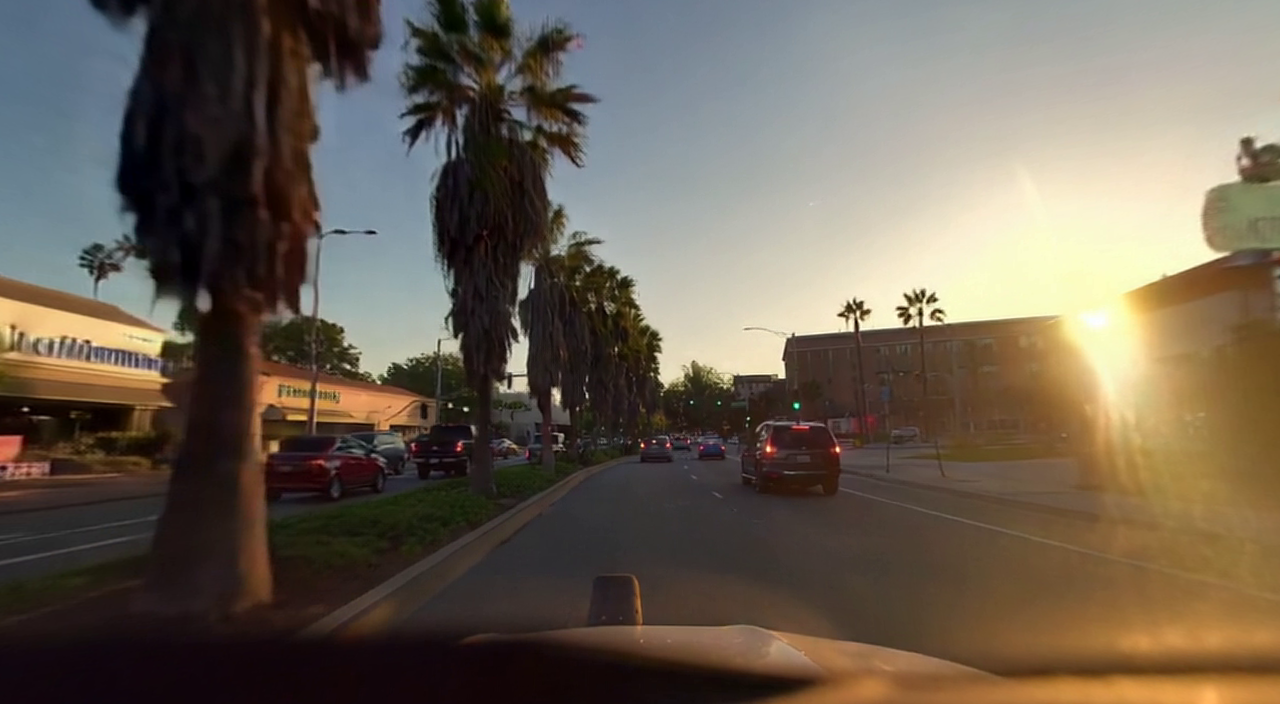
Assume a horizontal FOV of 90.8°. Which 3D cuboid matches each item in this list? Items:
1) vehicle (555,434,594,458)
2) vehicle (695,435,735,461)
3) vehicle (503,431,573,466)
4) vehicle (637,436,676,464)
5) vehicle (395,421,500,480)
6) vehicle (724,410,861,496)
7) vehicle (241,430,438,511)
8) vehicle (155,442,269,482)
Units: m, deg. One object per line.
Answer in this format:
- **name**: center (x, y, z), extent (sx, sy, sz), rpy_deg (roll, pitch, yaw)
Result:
- **vehicle**: center (-4.793, 6.997, 46.907), extent (2.041, 1.660, 4.371), rpy_deg (-1, -8, 6)
- **vehicle**: center (4.614, 5.949, 39.316), extent (2.149, 1.532, 4.168), rpy_deg (-1, -8, 2)
- **vehicle**: center (-5.390, 5.200, 34.163), extent (2.088, 1.746, 4.650), rpy_deg (-2, -9, 13)
- **vehicle**: center (0.991, 5.478, 35.468), extent (2.057, 1.492, 3.825), rpy_deg (-1, -8, 4)
- **vehicle**: center (-6.774, 3.536, 22.865), extent (2.127, 1.888, 4.637), rpy_deg (-1, -8, 2)
- **vehicle**: center (3.798, 2.653, 16.911), extent (2.267, 1.931, 5.145), rpy_deg (0, -8, -1)
- **vehicle**: center (-6.385, 2.564, 14.257), extent (1.935, 1.483, 4.973), rpy_deg (0, -8, 1)
- **vehicle**: center (-20.095, 5.159, 29.958), extent (1.978, 1.693, 4.463), rpy_deg (-1, -8, 5)
